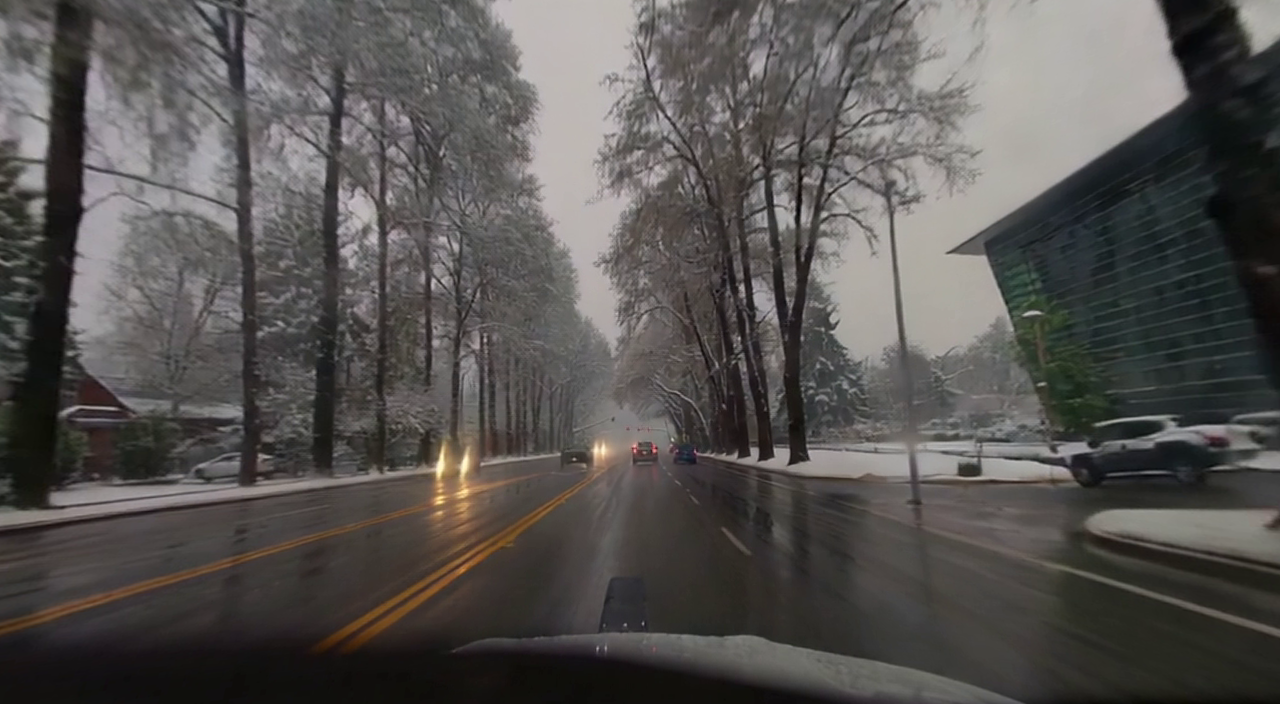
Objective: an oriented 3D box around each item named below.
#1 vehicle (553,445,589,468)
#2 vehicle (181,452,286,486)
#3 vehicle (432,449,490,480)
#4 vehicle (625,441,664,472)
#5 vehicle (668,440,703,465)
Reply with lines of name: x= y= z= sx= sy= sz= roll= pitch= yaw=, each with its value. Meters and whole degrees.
vehicle: x=-4.555 y=6.951 z=42.129 sx=2.014 sy=1.487 sz=4.591 roll=0 pitch=-8 yaw=-2
vehicle: x=-21.413 y=6.159 z=33.328 sx=4.152 sy=1.686 sz=1.873 roll=0 pitch=-8 yaw=-1
vehicle: x=-9.402 y=5.902 z=33.419 sx=1.889 sy=1.506 sz=3.911 roll=0 pitch=-8 yaw=0
vehicle: x=0.257 y=5.833 z=35.454 sx=2.109 sy=1.612 sz=3.963 roll=0 pitch=-8 yaw=0
vehicle: x=3.366 y=7.567 z=47.522 sx=2.189 sy=1.766 sz=4.495 roll=0 pitch=-8 yaw=-1
